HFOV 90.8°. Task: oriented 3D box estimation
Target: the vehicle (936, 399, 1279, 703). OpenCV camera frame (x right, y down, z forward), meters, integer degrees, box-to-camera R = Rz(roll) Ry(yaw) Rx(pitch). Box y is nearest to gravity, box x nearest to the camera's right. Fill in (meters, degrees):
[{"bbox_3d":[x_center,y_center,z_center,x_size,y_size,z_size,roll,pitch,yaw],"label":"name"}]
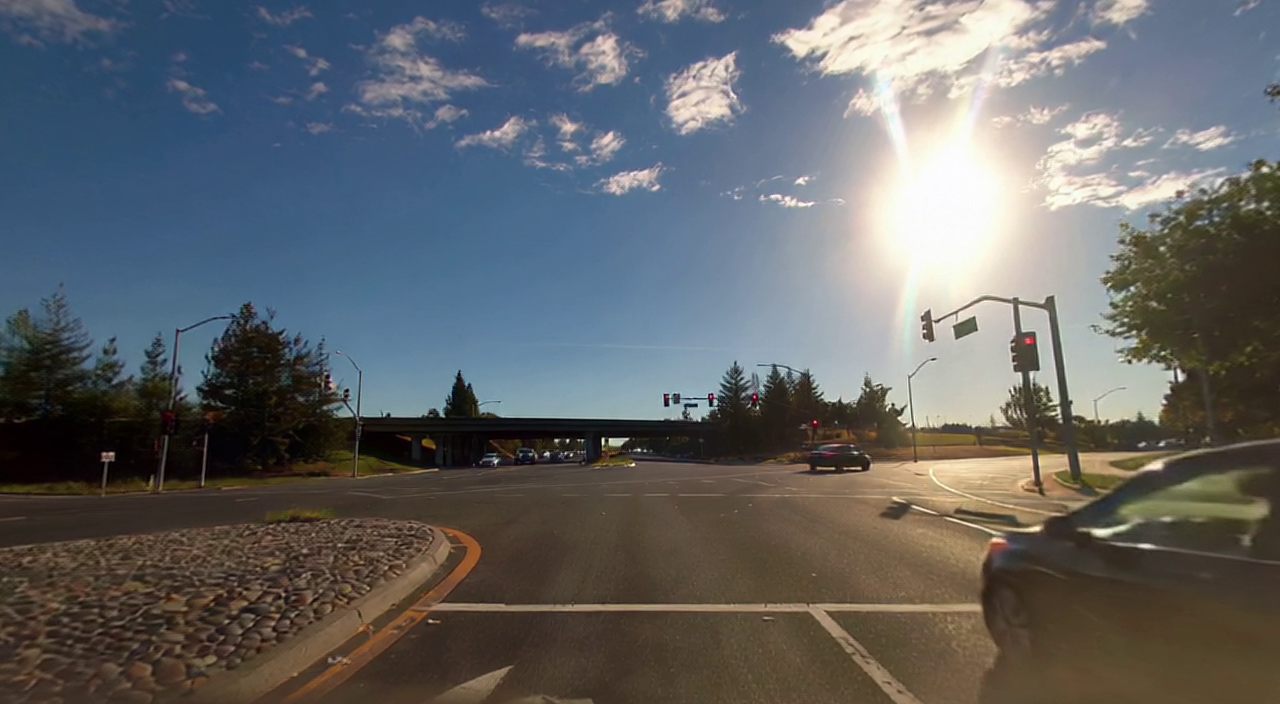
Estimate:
[{"bbox_3d":[2.802,0.815,1.583,1.909,1.425,4.521,0,-9,0],"label":"vehicle"}]
